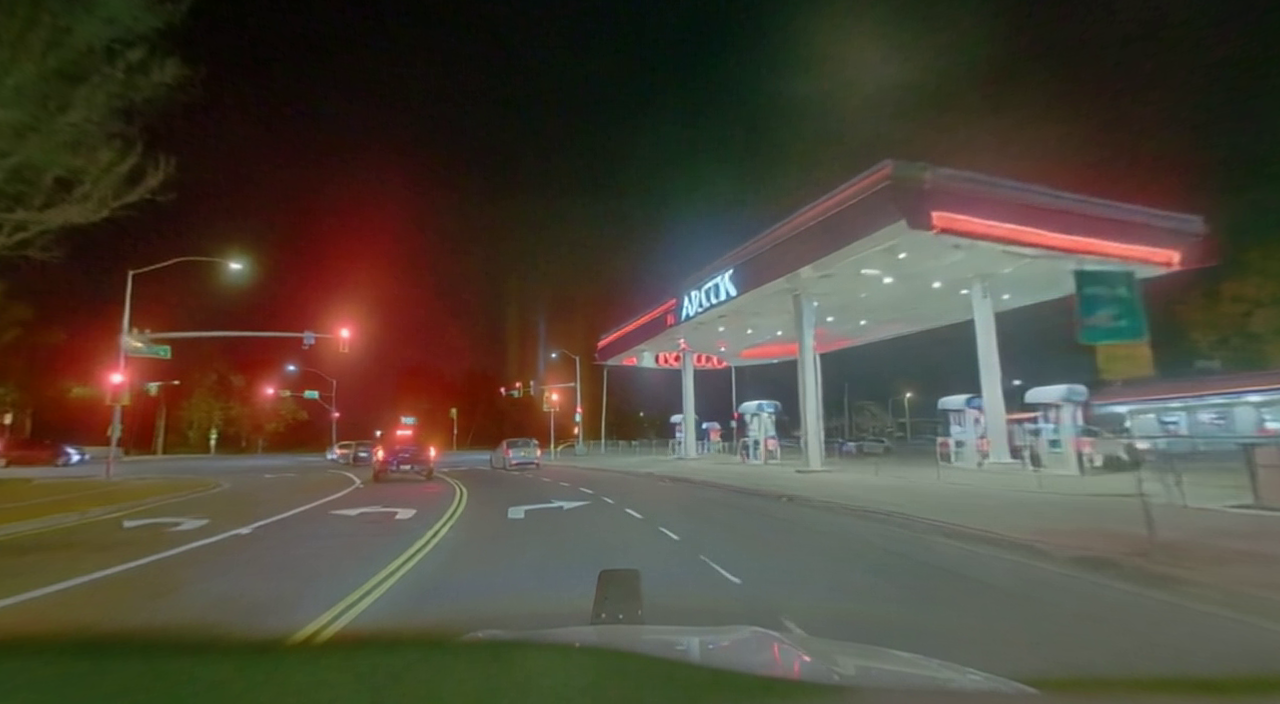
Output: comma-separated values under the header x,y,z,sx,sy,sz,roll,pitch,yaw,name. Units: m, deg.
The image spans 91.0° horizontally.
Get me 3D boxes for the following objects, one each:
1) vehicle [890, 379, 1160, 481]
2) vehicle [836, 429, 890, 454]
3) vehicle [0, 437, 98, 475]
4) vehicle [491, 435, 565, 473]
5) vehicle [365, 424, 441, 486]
x,y,z,sx,sy,sz,roll,pitch,yaw,name
13.657,2.917,23.028,2.906,3.106,7.741,8,-12,-43,vehicle
17.131,6.860,48.237,2.160,1.764,4.595,-7,-11,43,vehicle
-29.847,5.060,30.797,4.632,1.757,2.073,6,-10,-32,vehicle
-5.869,5.238,32.599,2.202,1.822,4.826,5,-10,-30,vehicle
-8.843,3.761,23.206,2.254,2.006,4.766,4,-9,-23,vehicle
